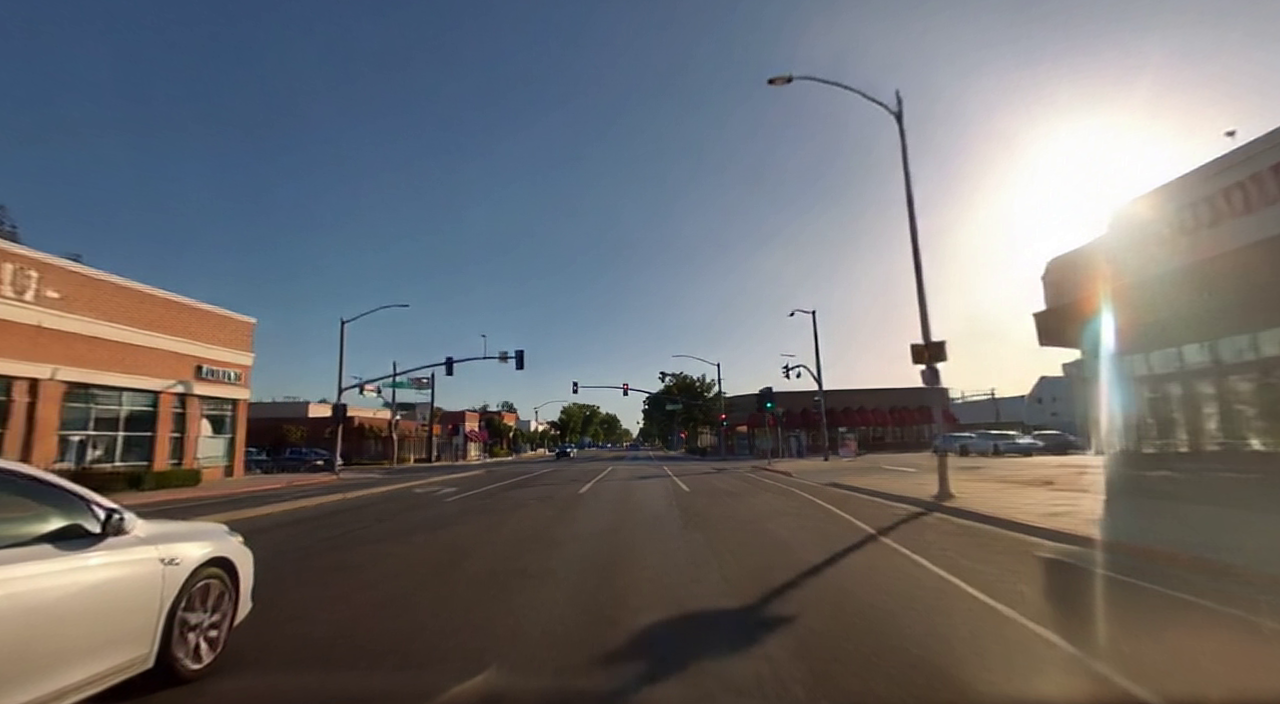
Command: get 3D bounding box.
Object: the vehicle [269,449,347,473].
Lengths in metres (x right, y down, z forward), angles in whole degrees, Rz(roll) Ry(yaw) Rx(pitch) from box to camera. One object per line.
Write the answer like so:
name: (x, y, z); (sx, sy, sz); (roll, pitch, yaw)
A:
vehicle: (-25.159, 8.277, 48.024); (4.727, 1.719, 2.095); (-1, -8, 2)

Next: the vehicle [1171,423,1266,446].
vehicle: (39.575, 5.670, 43.283); (4.491, 1.456, 1.844); (-1, -9, 3)

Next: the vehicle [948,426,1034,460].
vehicle: (18.656, 4.873, 33.843); (1.879, 1.643, 4.484); (0, -8, -3)

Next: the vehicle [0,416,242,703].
vehicle: (-2.910, 0.746, 0.754); (1.874, 1.424, 4.553); (0, -8, 1)

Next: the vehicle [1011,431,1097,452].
vehicle: (28.568, 6.194, 43.677); (4.663, 1.400, 1.716); (-1, -8, 2)
